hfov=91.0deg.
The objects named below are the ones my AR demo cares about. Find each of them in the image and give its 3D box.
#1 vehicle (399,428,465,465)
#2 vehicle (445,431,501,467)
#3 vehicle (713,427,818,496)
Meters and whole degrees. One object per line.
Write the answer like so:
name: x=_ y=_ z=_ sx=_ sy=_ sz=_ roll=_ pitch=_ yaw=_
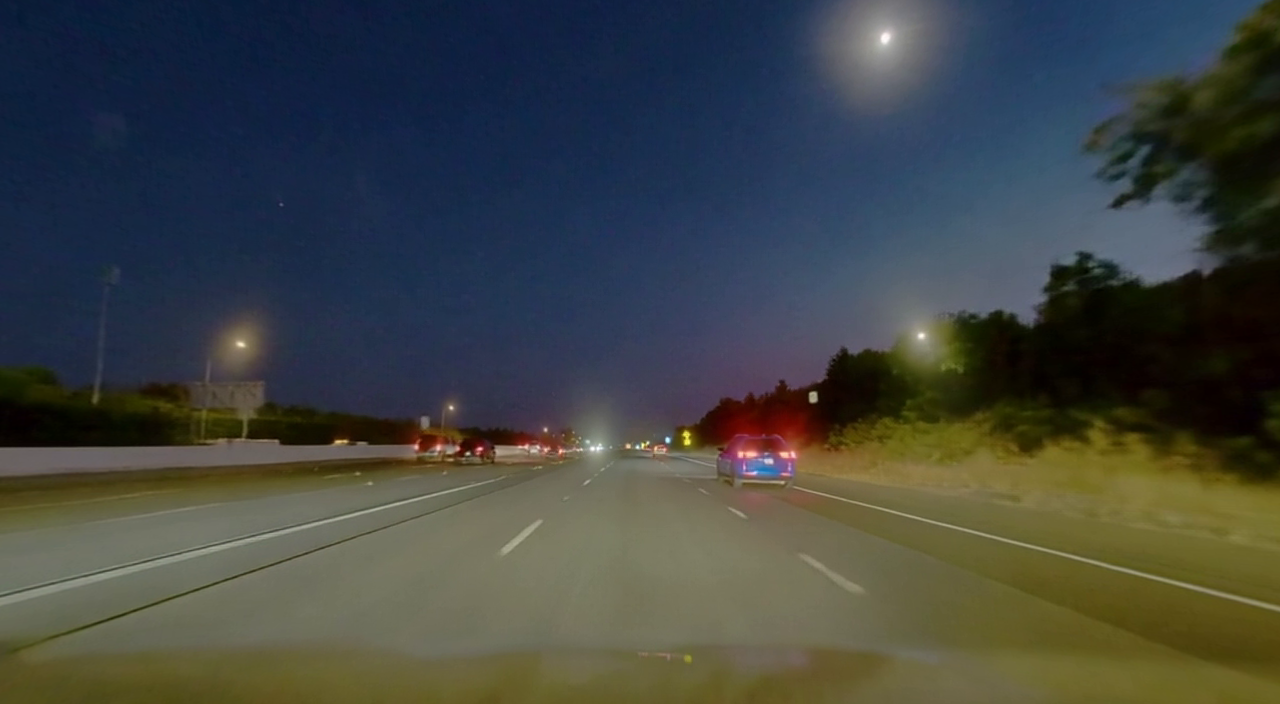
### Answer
vehicle: x=-15.075 y=6.906 z=46.089 sx=2.647 sy=2.508 sz=6.337 roll=0 pitch=-9 yaw=0
vehicle: x=-11.146 y=6.513 z=42.456 sx=2.261 sy=2.230 sz=5.435 roll=0 pitch=-9 yaw=0
vehicle: x=3.767 y=3.417 z=19.924 sx=2.184 sy=1.892 sz=4.763 roll=1 pitch=-9 yaw=-2
